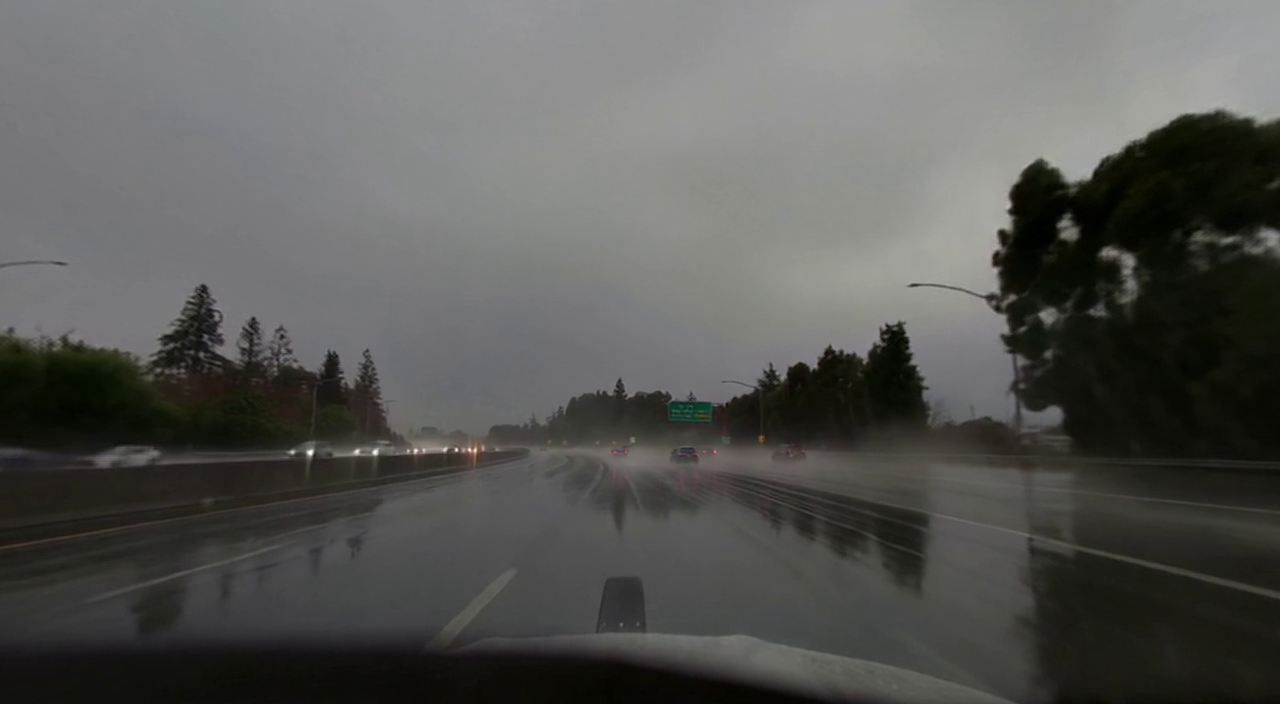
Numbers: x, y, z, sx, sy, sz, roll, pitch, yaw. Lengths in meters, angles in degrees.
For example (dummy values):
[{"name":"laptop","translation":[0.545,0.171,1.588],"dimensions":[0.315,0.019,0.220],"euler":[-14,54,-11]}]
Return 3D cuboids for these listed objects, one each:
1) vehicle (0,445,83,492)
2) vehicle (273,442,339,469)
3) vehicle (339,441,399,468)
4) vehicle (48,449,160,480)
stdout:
[{"name":"vehicle","translation":[-23.751,4.325,23.499],"dimensions":[1.898,1.644,4.420],"euler":[0,-9,-1]},{"name":"vehicle","translation":[-25.742,8.015,48.787],"dimensions":[2.217,1.928,5.731],"euler":[0,-9,-3]},{"name":"vehicle","translation":[-21.228,8.070,49.699],"dimensions":[2.374,2.041,5.885],"euler":[1,-9,-3]},{"name":"vehicle","translation":[-28.436,5.960,33.636],"dimensions":[1.871,1.526,4.779],"euler":[0,-9,-2]}]
